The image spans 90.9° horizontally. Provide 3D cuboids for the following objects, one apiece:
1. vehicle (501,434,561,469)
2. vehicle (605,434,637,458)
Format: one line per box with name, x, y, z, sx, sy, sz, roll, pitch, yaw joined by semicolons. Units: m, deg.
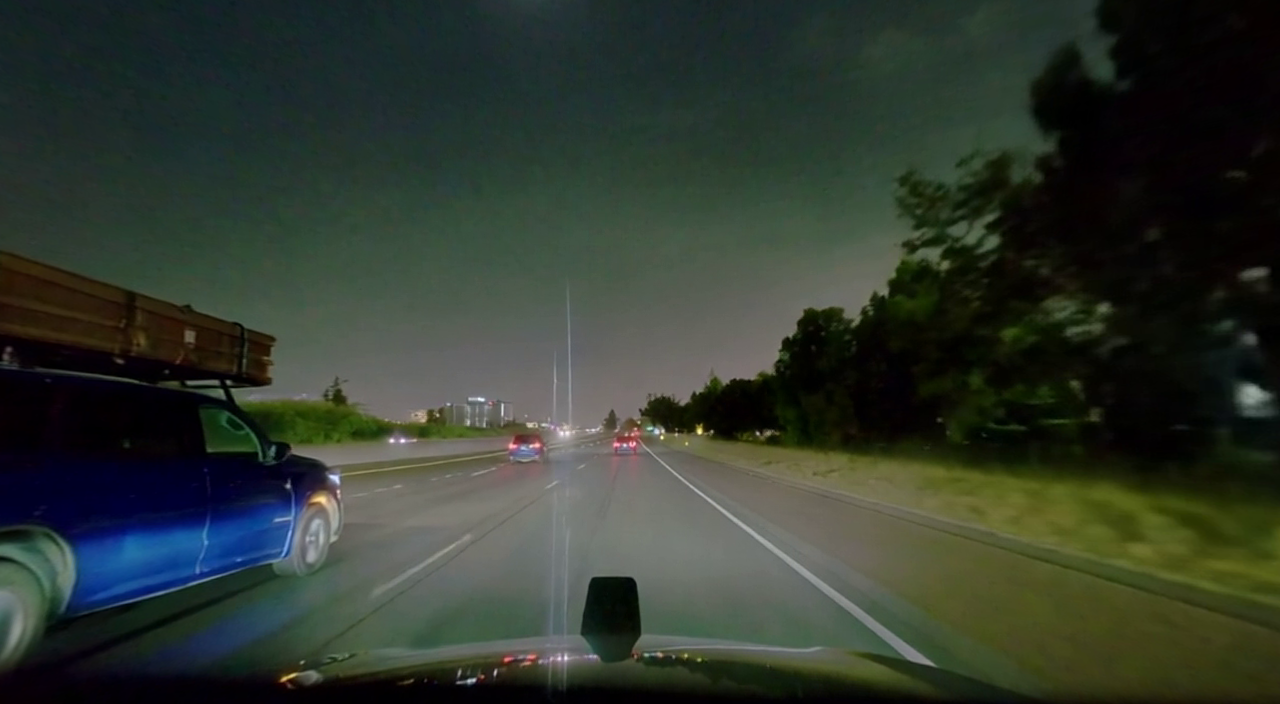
vehicle;-5.244;4.849;30.958;2.189;1.580;4.607;0;-8;0
vehicle;-1.294;6.635;44.562;2.151;1.618;3.898;0;-8;-1
